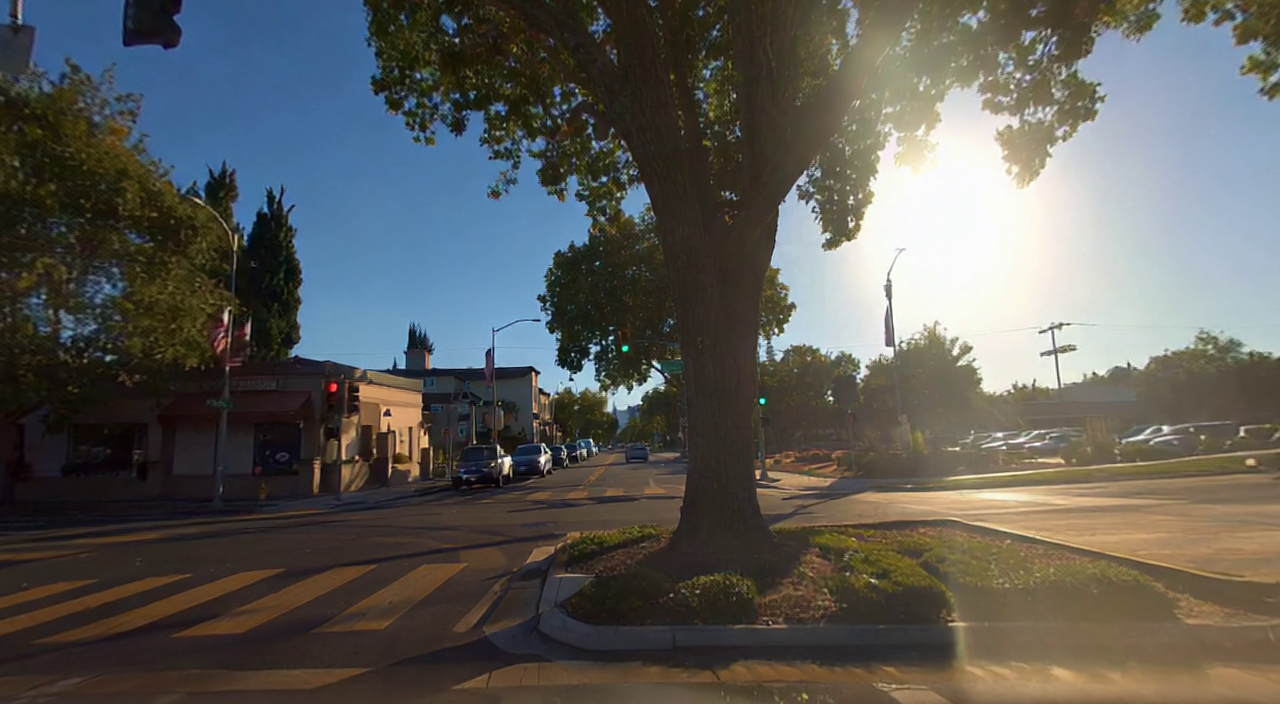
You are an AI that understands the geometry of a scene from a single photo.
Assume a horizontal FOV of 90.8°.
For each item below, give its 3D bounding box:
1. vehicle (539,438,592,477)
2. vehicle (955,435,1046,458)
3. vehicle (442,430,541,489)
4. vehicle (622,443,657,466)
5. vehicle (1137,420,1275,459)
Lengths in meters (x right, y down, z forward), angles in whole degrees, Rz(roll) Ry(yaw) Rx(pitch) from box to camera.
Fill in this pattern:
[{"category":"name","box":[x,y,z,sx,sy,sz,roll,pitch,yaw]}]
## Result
[{"category":"vehicle","box":[-3.646,5.280,31.911,2.120,1.783,4.788,0,-9,-1]},{"category":"vehicle","box":[24.968,6.549,43.847,5.172,1.515,1.851,0,-9,-2]},{"category":"vehicle","box":[-6.500,4.834,28.951,2.896,2.339,7.322,0,-9,-1]},{"category":"vehicle","box":[-0.102,6.977,43.279,2.056,1.493,4.535,0,-9,-4]},{"category":"vehicle","box":[33.255,5.164,37.251,5.969,2.149,2.331,0,-9,-4]}]
